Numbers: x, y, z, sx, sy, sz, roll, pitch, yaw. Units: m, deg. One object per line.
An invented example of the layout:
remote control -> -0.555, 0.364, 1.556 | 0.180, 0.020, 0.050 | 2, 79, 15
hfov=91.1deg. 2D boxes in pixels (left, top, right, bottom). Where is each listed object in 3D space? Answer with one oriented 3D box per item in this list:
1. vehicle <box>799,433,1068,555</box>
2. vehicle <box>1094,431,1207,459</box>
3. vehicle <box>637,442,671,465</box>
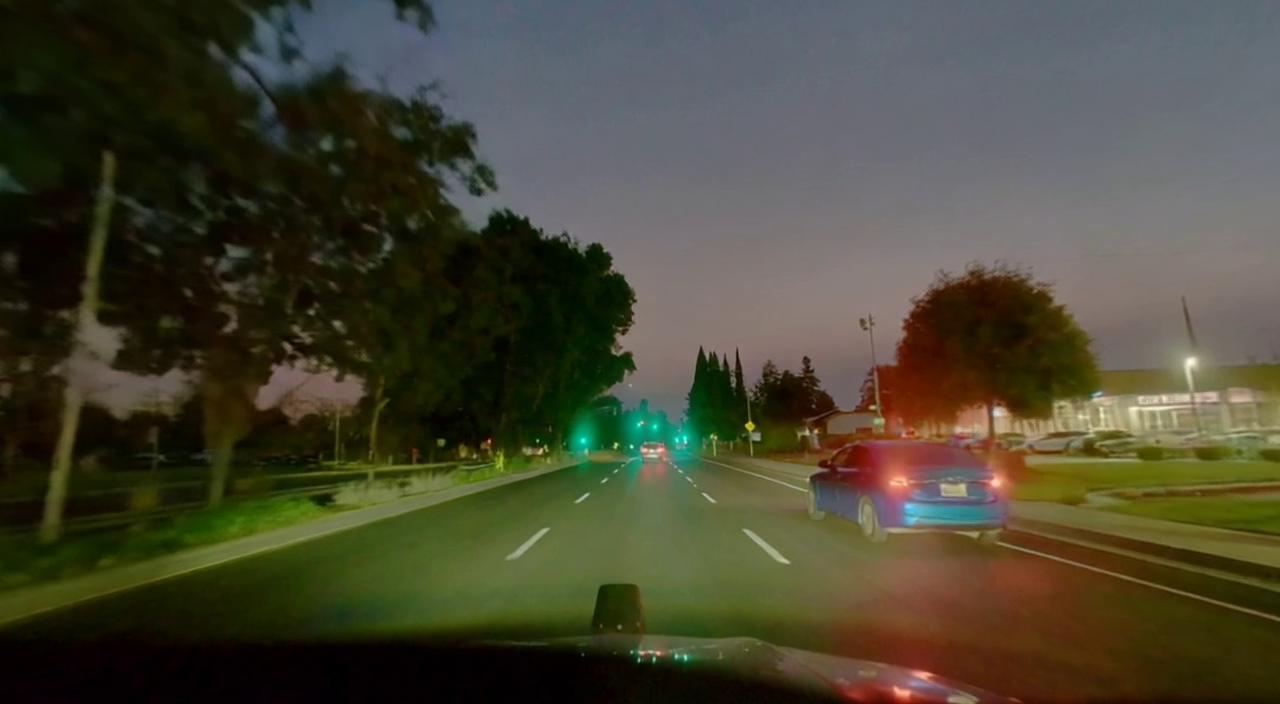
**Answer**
vehicle -> 4.211, 2.099, 10.080 | 2.053, 1.482, 4.568 | 0, -9, -1
vehicle -> 27.673, 5.063, 34.128 | 4.440, 1.475, 1.906 | 0, -9, 0
vehicle -> 0.916, 6.806, 42.227 | 2.144, 1.505, 4.128 | 0, -9, 0
